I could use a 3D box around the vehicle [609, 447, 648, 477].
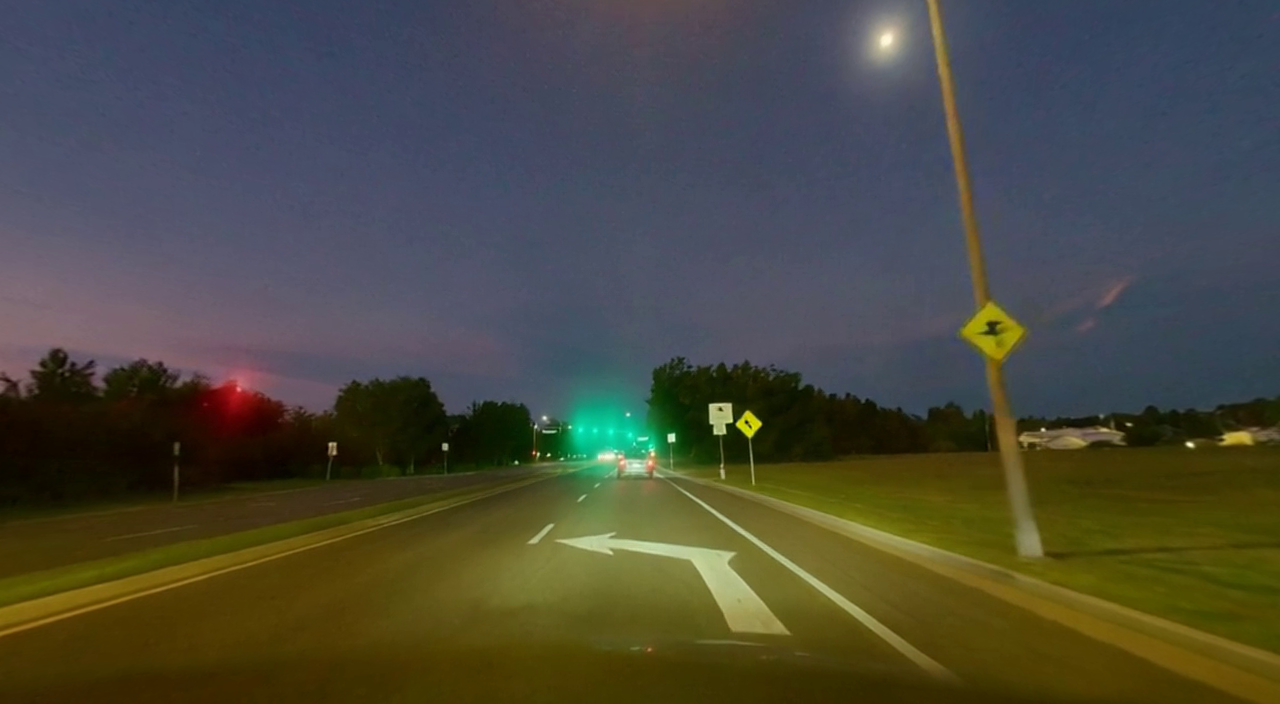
[{"bbox_3d":[-0.630,5.833,33.543,1.954,1.469,3.465,0,-9,-2],"label":"vehicle"}]
